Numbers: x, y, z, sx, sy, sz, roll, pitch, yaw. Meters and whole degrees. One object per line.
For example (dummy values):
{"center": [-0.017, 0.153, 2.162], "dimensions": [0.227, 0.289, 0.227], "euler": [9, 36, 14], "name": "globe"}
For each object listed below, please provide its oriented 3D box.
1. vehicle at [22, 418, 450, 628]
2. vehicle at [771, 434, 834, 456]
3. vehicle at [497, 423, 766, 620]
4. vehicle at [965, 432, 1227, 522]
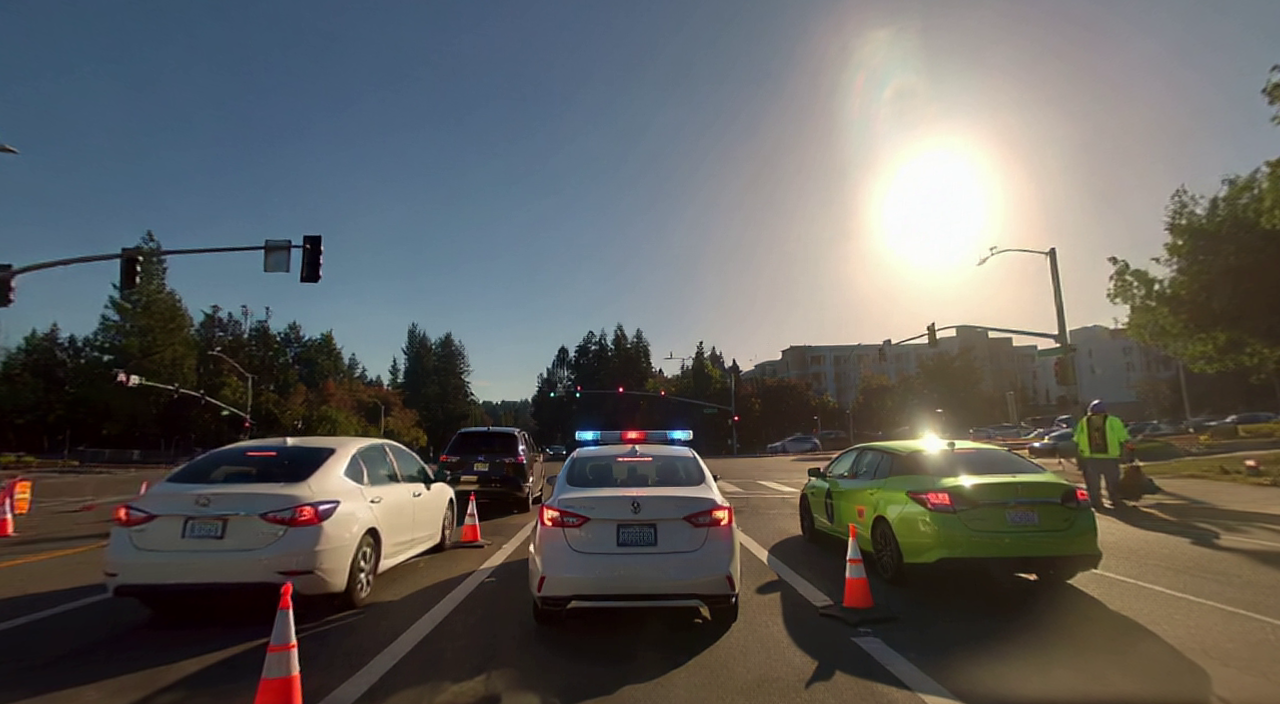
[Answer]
{"center": [-3.601, 1.562, 6.708], "dimensions": [1.863, 1.526, 4.006], "euler": [0, -9, 0], "name": "vehicle"}
{"center": [12.490, 7.186, 48.579], "dimensions": [4.211, 1.659, 1.983], "euler": [2, -9, -12], "name": "vehicle"}
{"center": [-0.116, 1.629, 7.080], "dimensions": [2.061, 1.486, 4.332], "euler": [0, -8, -1], "name": "vehicle"}
{"center": [9.354, 2.580, 13.582], "dimensions": [1.957, 1.576, 4.670], "euler": [0, -9, -3], "name": "vehicle"}
